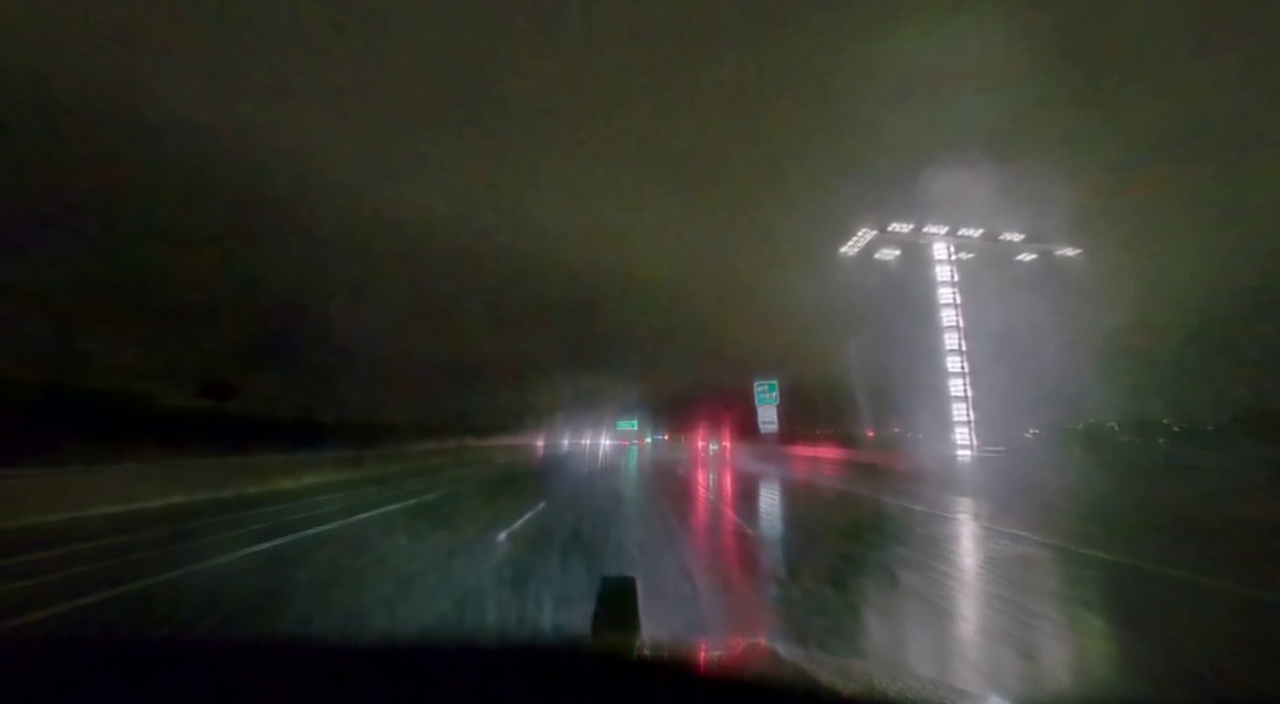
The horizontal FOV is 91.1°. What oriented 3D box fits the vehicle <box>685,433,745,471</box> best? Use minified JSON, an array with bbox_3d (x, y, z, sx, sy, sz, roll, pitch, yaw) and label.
[{"bbox_3d":[3.074,4.186,26.643,1.946,1.481,3.969,0,-8,-1],"label":"vehicle"}]
